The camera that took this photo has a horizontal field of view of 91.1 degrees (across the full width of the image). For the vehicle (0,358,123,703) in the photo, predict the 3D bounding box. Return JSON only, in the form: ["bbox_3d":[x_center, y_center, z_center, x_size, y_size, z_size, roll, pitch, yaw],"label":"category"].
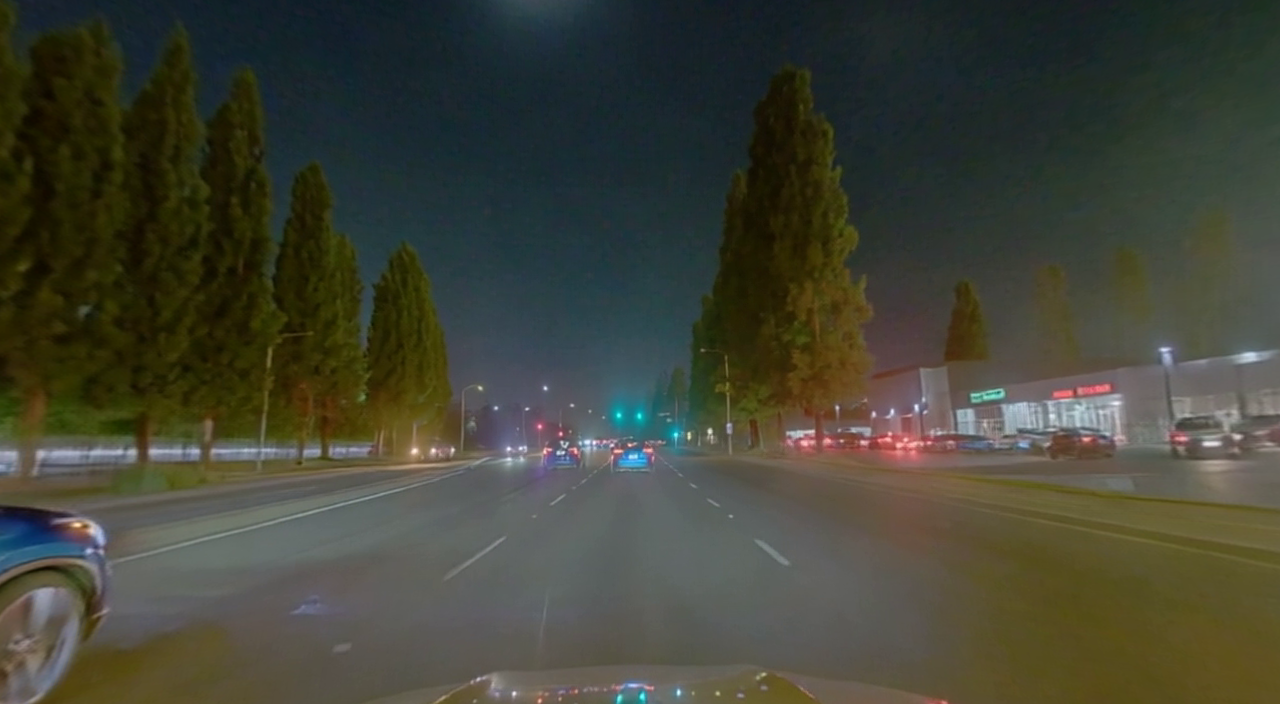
[{"bbox_3d":[-3.733,0.627,1.101,2.070,1.641,4.152,0,-8,0],"label":"vehicle"}]

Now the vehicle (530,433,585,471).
[{"bbox_3d":[-3.980,4.916,30.975,2.113,1.713,4.422,0,-8,0],"label":"vehicle"}]

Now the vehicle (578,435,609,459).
[{"bbox_3d":[-3.602,7.465,49.315,2.047,1.810,4.414,0,-8,1],"label":"vehicle"}]

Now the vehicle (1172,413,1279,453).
[{"bbox_3d":[30.256,4.033,31.189,5.405,1.896,2.219,0,-8,3],"label":"vehicle"}]

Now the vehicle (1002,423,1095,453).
[{"bbox_3d":[24.195,5.177,37.424,2.079,1.656,4.564,1,-10,-8],"label":"vehicle"}]

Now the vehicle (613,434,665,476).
[{"bbox_3d":[-0.051,4.354,26.810,2.042,1.641,4.187,0,-8,0],"label":"vehicle"}]

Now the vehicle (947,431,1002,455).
[{"bbox_3d":[19.927,5.440,37.549,1.466,1.357,3.288,0,-8,0],"label":"vehicle"}]

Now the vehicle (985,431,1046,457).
[{"bbox_3d":[22.356,5.463,37.469,1.487,1.361,3.317,-1,-6,-1],"label":"vehicle"}]

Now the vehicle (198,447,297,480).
[{"bbox_3d":[-19.637,5.563,31.669,2.039,1.497,4.561,0,-8,0],"label":"vehicle"}]
